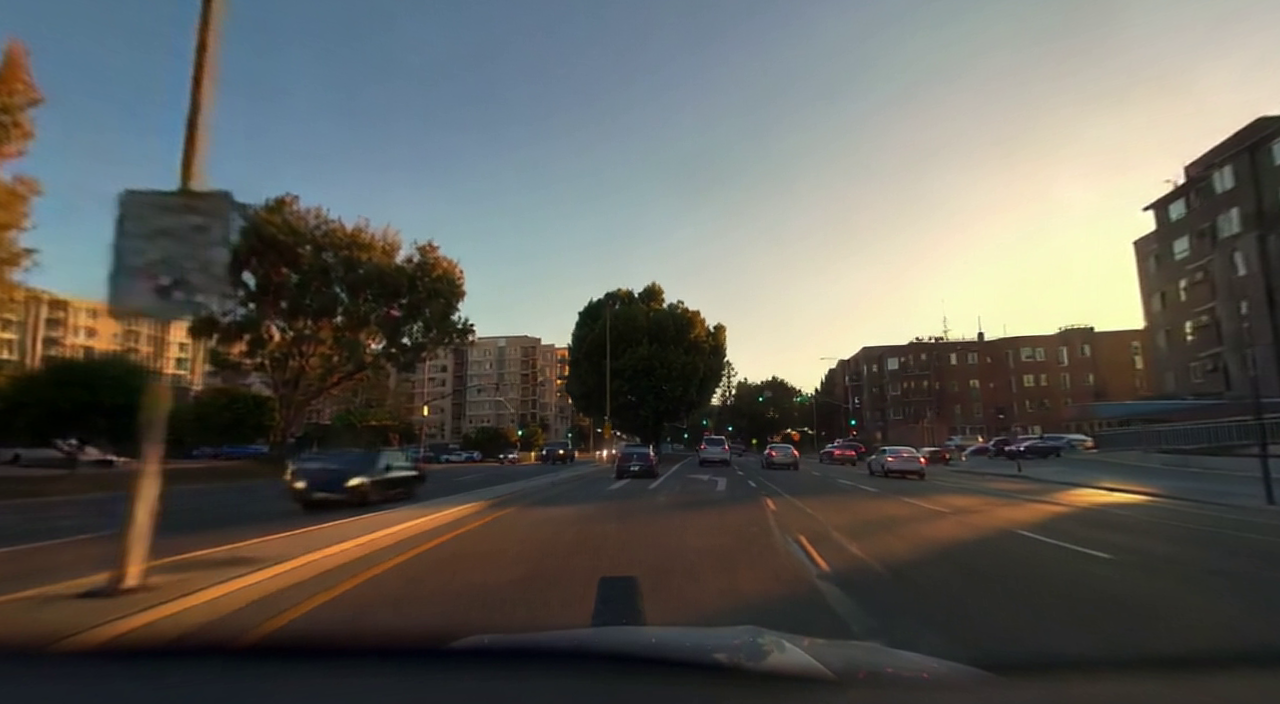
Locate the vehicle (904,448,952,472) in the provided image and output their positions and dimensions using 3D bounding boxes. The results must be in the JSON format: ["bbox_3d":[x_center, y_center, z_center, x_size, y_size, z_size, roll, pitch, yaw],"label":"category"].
[{"bbox_3d":[18.531,6.954,40.744,1.706,1.474,3.761,-1,-9,7],"label":"vehicle"}]

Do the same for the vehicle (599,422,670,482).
[{"bbox_3d":[-0.090,3.956,25.156,2.396,2.143,4.824,-1,-8,5],"label":"vehicle"}]

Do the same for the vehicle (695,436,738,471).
[{"bbox_3d":[4.255,5.664,35.401,2.222,1.841,4.031,-1,-9,6],"label":"vehicle"}]

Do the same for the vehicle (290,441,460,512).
[{"bbox_3d":[-6.254,2.957,15.572,1.955,1.460,4.434,-1,-8,5],"label":"vehicle"}]

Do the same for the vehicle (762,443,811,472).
[{"bbox_3d":[8.287,5.982,35.994,2.075,1.486,4.316,-1,-8,5],"label":"vehicle"}]

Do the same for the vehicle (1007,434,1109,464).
[{"bbox_3d":[27.715,6.451,42.004,5.050,1.756,2.206,-3,-10,8],"label":"vehicle"}]
